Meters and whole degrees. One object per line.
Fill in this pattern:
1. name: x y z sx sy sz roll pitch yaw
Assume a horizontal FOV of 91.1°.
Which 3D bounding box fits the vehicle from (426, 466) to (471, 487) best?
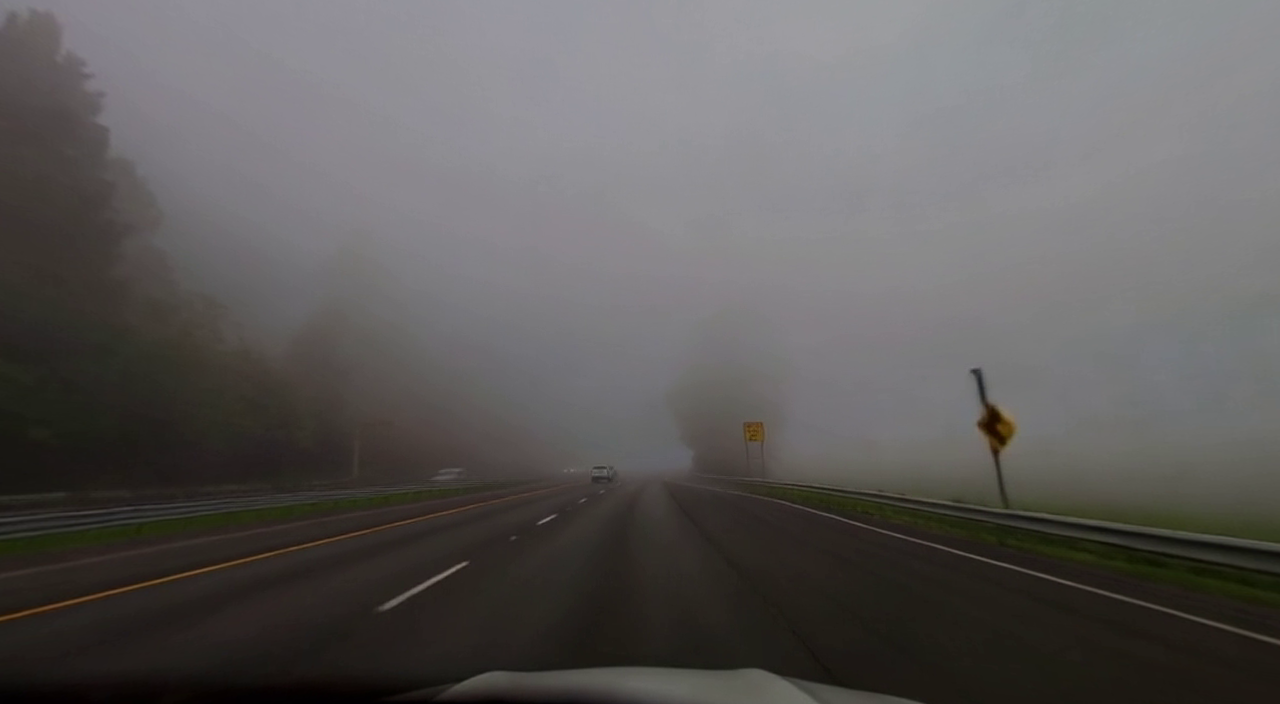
1. vehicle: -15.177 9.938 49.979 1.950 1.526 4.557 2 -12 2
